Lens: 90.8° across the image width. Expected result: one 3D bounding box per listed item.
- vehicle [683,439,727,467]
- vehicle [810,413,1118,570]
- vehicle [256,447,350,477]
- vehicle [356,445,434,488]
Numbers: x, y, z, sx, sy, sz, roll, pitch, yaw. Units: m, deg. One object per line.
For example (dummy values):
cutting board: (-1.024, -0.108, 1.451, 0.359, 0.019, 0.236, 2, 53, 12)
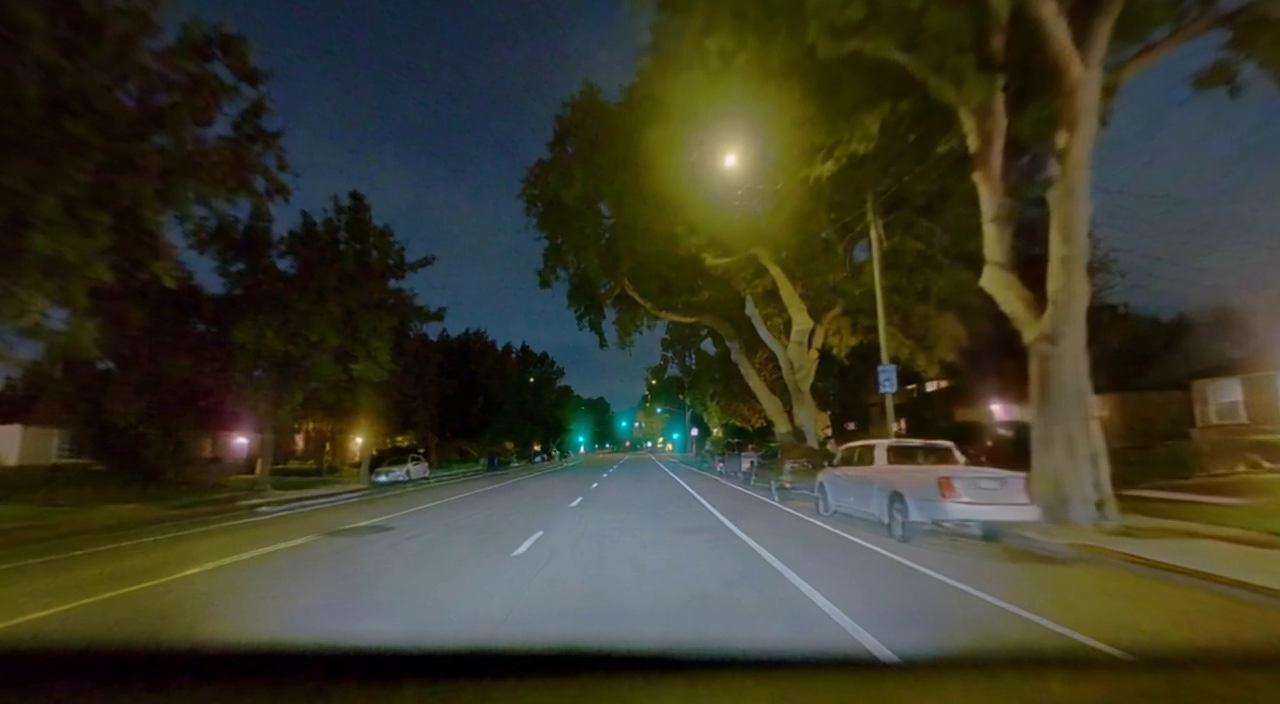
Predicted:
vehicle: (3.924, 6.170, 38.811, 1.999, 1.615, 4.513, 0, -9, -3)
vehicle: (4.055, 1.812, 8.986, 2.007, 1.657, 4.362, 0, -9, -1)
vehicle: (-19.956, 6.507, 37.543, 4.359, 1.727, 2.029, 0, -9, -2)
vehicle: (-10.976, 5.154, 28.636, 1.964, 1.667, 4.217, -3, -10, -1)
